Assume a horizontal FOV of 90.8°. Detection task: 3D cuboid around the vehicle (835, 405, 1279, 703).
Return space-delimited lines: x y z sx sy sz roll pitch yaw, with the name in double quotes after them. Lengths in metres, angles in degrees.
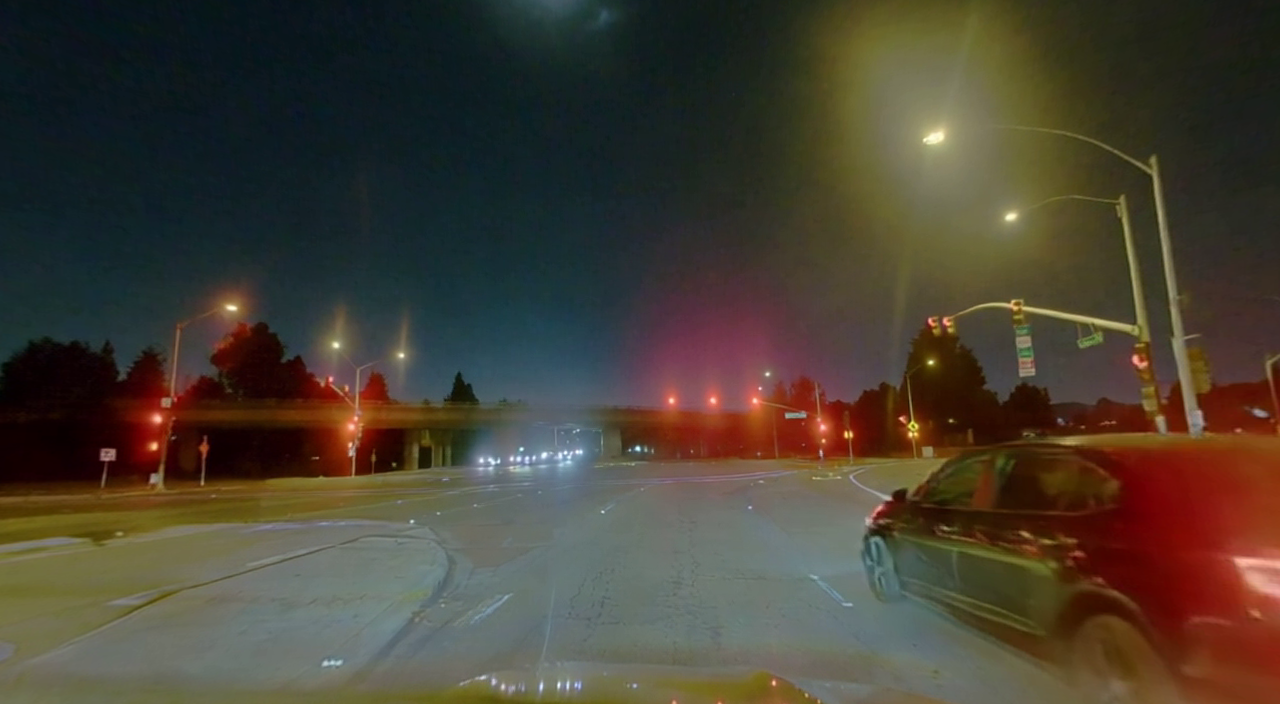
2.857 1.159 3.794 1.909 1.425 4.521 0 -8 0 "vehicle"
